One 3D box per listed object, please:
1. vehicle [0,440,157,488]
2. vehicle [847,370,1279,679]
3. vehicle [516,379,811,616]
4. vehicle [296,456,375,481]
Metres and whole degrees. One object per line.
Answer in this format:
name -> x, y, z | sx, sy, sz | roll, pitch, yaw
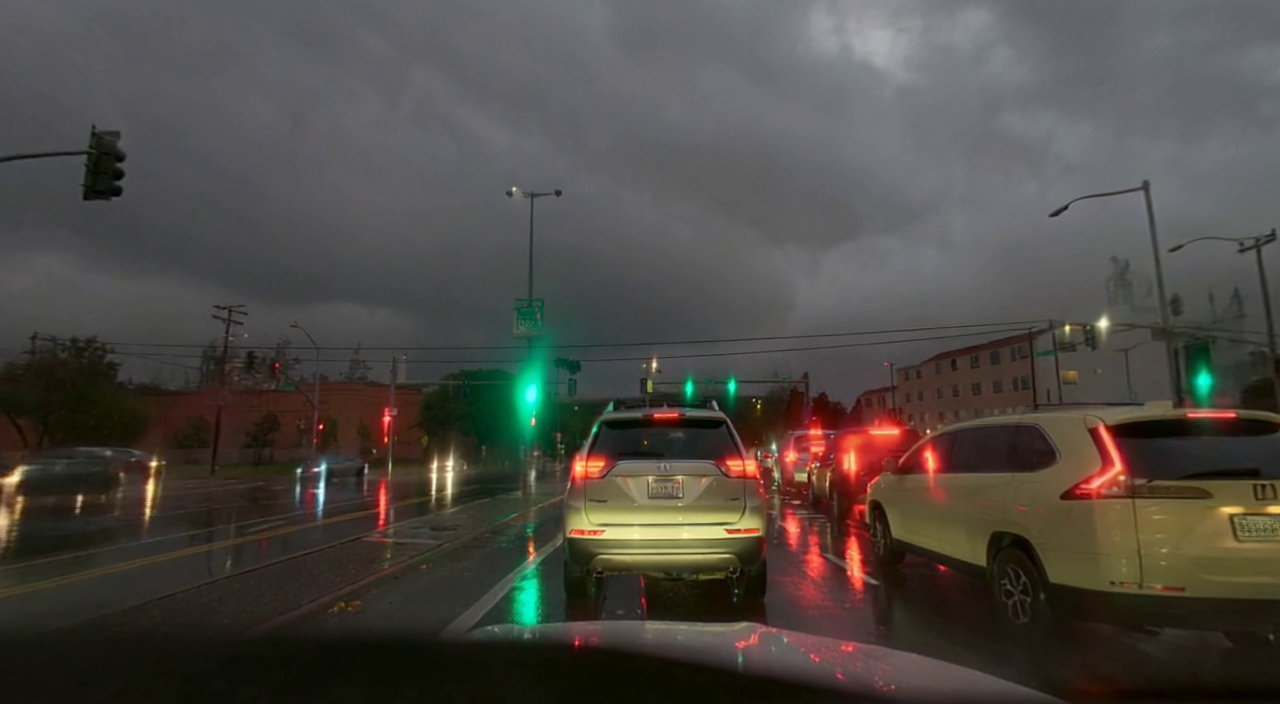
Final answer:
vehicle -> -24.579, 4.846, 27.545 | 5.062, 1.946, 2.243 | 0, -9, -1
vehicle -> 3.557, 1.273, 5.709 | 2.018, 1.701, 4.288 | 0, -9, 2
vehicle -> 0.227, 1.466, 7.219 | 2.292, 1.840, 4.394 | 0, -9, 1
vehicle -> -19.970, 7.619, 41.556 | 1.864, 1.444, 4.255 | -7, -11, 36
